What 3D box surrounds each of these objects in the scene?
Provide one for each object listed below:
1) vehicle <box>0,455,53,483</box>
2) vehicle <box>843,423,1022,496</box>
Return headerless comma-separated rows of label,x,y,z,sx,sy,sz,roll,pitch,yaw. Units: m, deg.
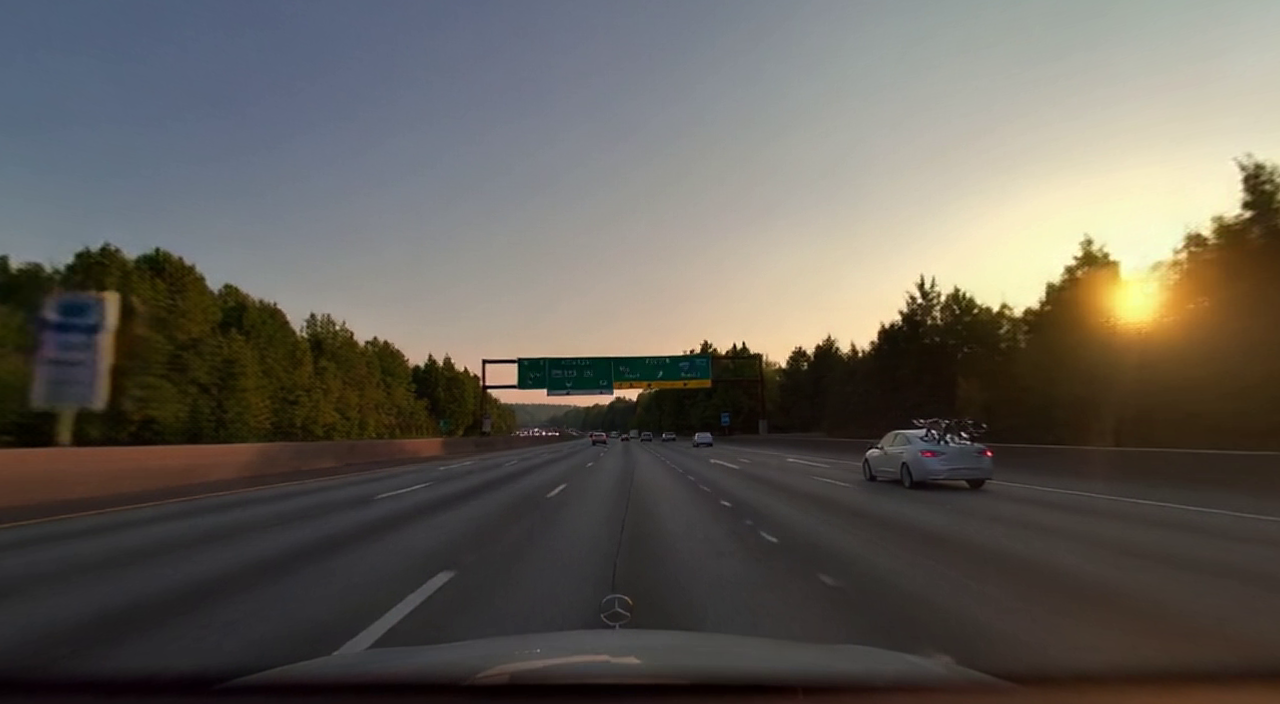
vehicle,-38.017,7.022,37.938,1.739,1.457,4.072,1,-8,-7
vehicle,6.899,2.569,15.588,2.034,1.511,4.785,0,-8,-1
